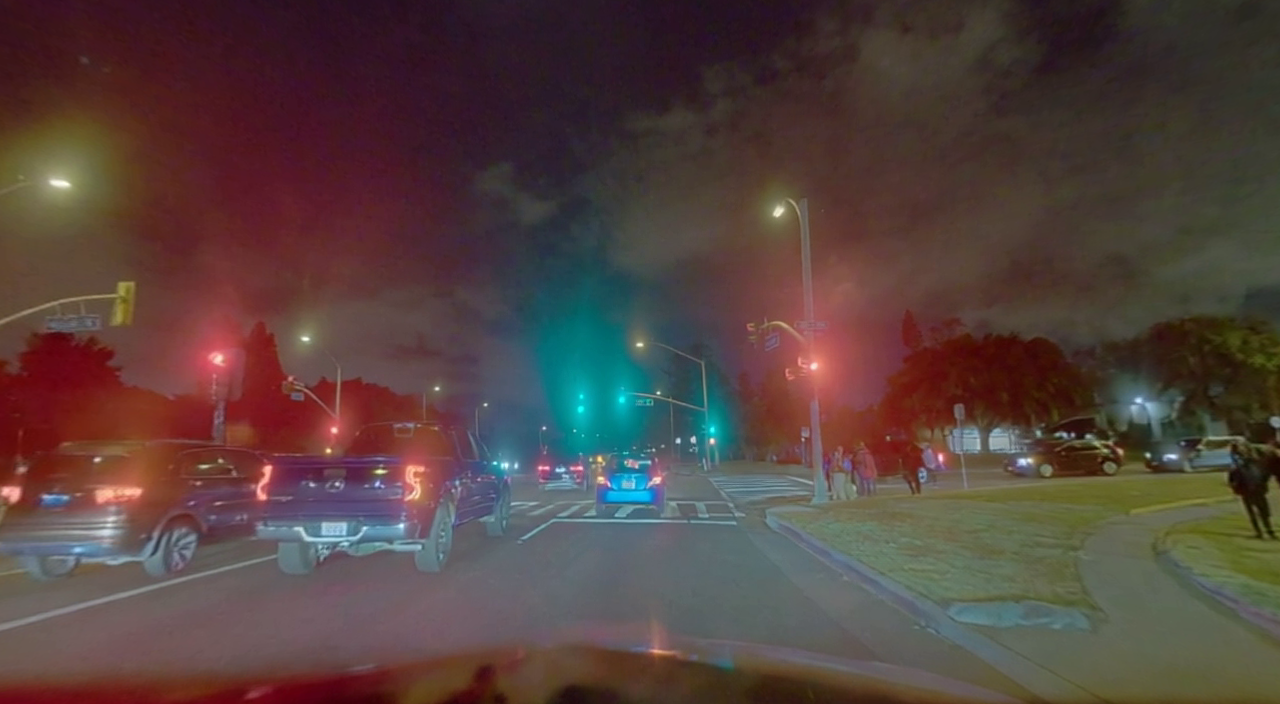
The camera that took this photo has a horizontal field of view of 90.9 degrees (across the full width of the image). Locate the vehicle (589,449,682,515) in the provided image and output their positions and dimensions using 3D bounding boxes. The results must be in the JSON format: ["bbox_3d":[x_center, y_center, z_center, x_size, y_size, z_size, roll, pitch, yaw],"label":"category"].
[{"bbox_3d":[-0.062,3.346,16.797,2.144,1.497,4.446,0,-9,1],"label":"vehicle"}]

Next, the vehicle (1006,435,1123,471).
[{"bbox_3d":[22.201,5.320,33.101,4.529,1.786,2.110,-1,-9,2],"label":"vehicle"}]

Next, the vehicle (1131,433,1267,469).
[{"bbox_3d":[29.205,5.193,33.066,4.967,1.794,2.044,-1,-9,3],"label":"vehicle"}]

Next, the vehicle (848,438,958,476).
[{"bbox_3d":[12.462,5.018,30.090,4.394,1.724,1.886,0,-9,1],"label":"vehicle"}]

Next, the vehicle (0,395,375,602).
[{"bbox_3d":[-6.480,1.899,9.240,2.544,2.018,5.893,0,-9,1],"label":"vehicle"}]

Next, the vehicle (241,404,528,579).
[{"bbox_3d":[-3.330,1.954,9.675,2.202,1.961,4.980,0,-9,1],"label":"vehicle"}]

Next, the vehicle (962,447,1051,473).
[{"bbox_3d":[21.406,6.287,36.909,3.983,1.443,1.831,0,-9,1],"label":"vehicle"}]

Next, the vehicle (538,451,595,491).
[{"bbox_3d":[-3.263,5.410,29.045,2.003,1.655,4.878,0,-9,0],"label":"vehicle"}]
